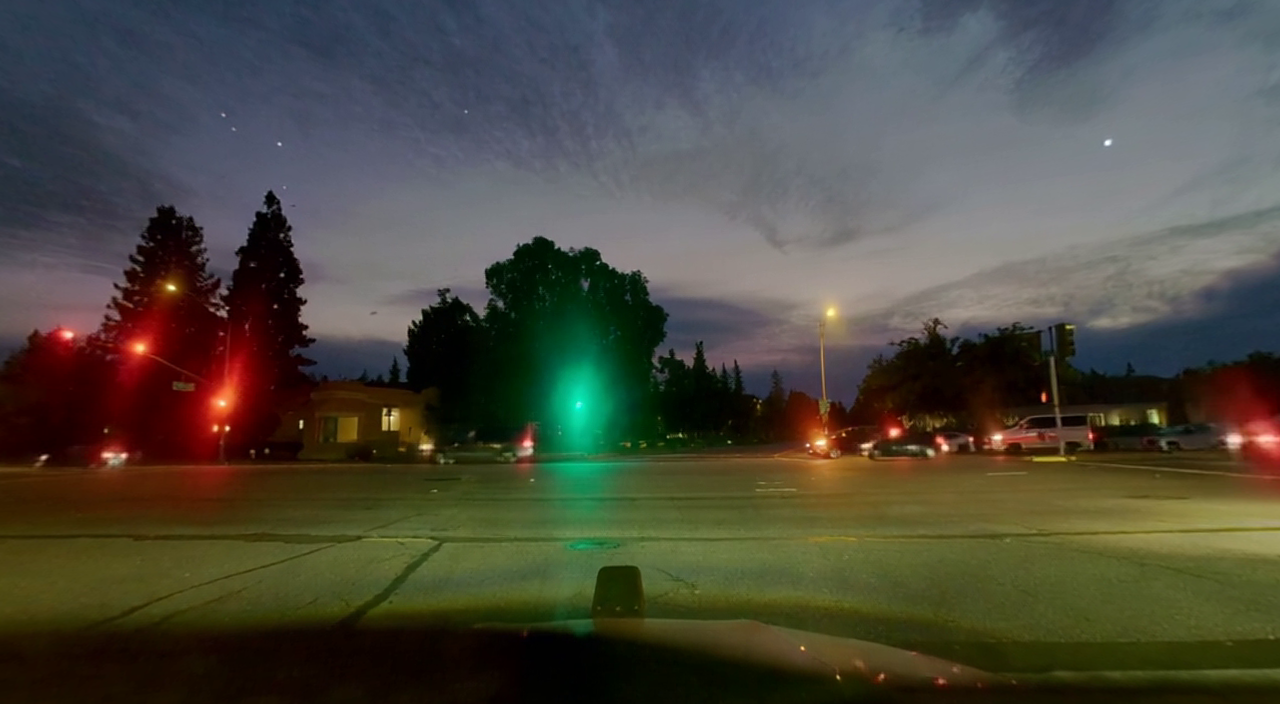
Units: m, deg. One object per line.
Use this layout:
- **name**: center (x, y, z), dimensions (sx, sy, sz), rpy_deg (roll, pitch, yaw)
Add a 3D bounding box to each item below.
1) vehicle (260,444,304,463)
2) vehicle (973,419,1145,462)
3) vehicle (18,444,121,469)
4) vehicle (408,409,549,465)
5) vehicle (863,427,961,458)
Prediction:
- **vehicle**: center (-28.044, 7.916, 49.566), dimensions (2.235, 1.417, 4.272), rpy_deg (3, -9, -20)
- **vehicle**: center (15.021, 3.210, 22.915), dimensions (4.749, 1.461, 1.892), rpy_deg (-1, -9, 9)
- **vehicle**: center (-35.045, 6.410, 38.842), dimensions (4.860, 1.441, 1.934), rpy_deg (-2, -8, 9)
- **vehicle**: center (-9.732, 5.168, 38.330), dimensions (7.790, 3.197, 2.653), rpy_deg (-2, -9, 10)
- **vehicle**: center (14.381, 4.834, 33.657), dimensions (4.370, 1.592, 1.886), rpy_deg (-2, -9, 10)
